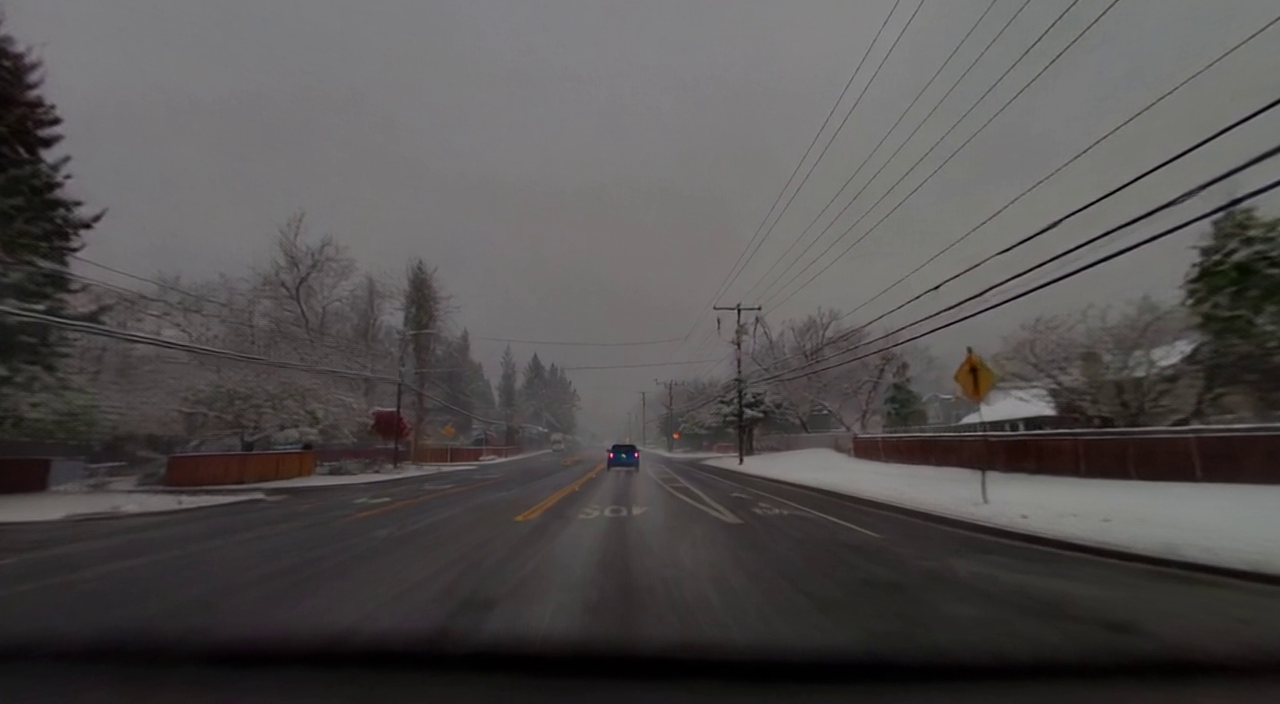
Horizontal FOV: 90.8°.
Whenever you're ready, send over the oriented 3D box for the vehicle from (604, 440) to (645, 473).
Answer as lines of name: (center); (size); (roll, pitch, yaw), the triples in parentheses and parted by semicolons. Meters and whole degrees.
vehicle: (-0.865, 5.738, 34.986); (2.139, 1.699, 3.916); (0, -8, -1)
